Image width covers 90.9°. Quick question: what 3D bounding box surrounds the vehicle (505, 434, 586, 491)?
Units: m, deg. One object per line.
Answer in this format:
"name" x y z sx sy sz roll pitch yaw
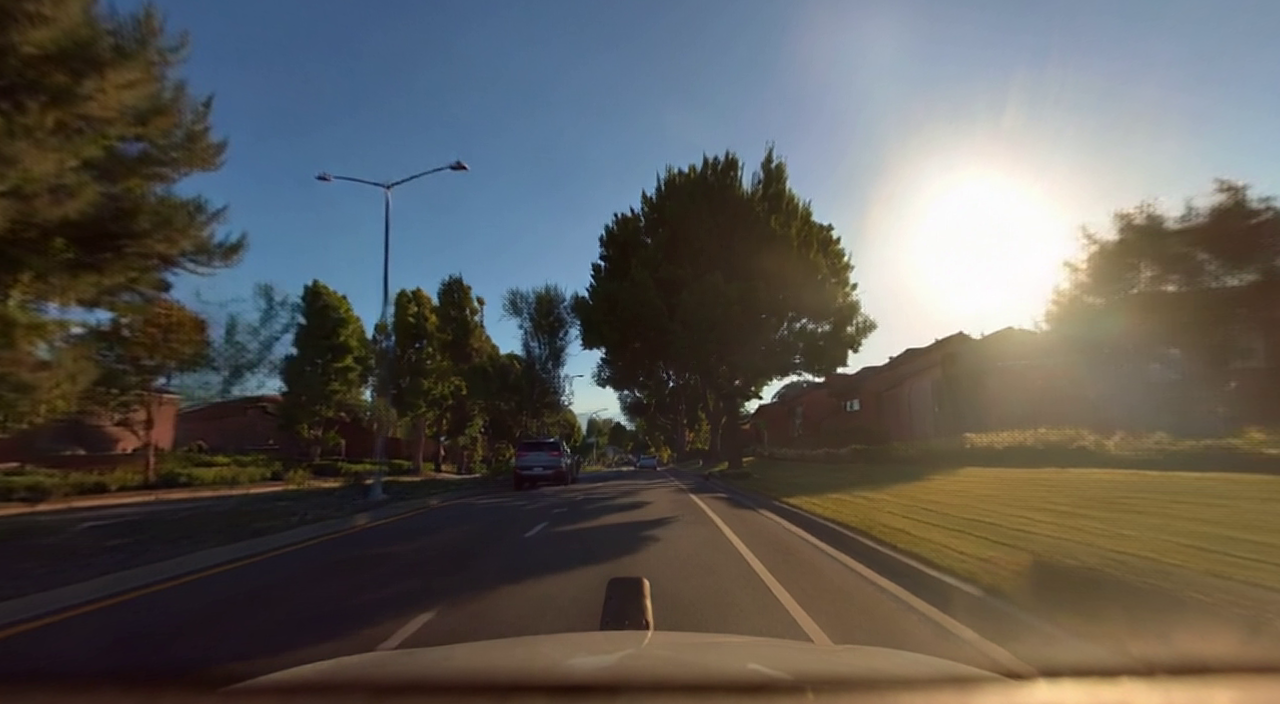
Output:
"vehicle" -3.174 3.805 22.132 2.073 1.770 4.302 0 -8 2
